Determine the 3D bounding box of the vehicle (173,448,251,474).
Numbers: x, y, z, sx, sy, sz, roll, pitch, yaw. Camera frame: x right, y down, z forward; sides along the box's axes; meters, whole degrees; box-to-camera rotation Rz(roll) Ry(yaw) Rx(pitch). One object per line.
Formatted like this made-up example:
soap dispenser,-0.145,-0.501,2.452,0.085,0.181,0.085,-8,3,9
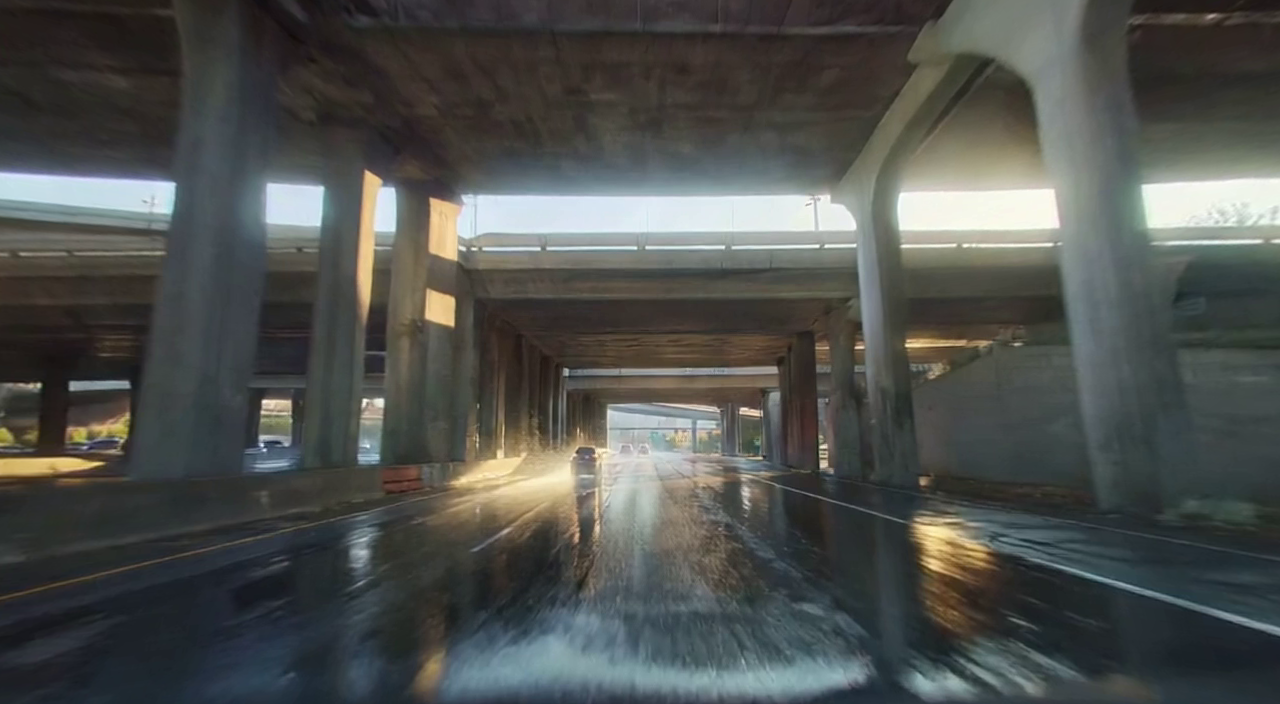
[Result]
vehicle,-29.350,7.488,43.358,1.874,1.625,4.917,1,-8,0

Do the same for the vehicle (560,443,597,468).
vehicle,-3.907,6.714,40.870,1.954,1.528,4.010,0,-9,0

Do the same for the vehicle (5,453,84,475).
vehicle,-44.770,8.401,47.483,1.746,1.521,4.178,0,-8,3
